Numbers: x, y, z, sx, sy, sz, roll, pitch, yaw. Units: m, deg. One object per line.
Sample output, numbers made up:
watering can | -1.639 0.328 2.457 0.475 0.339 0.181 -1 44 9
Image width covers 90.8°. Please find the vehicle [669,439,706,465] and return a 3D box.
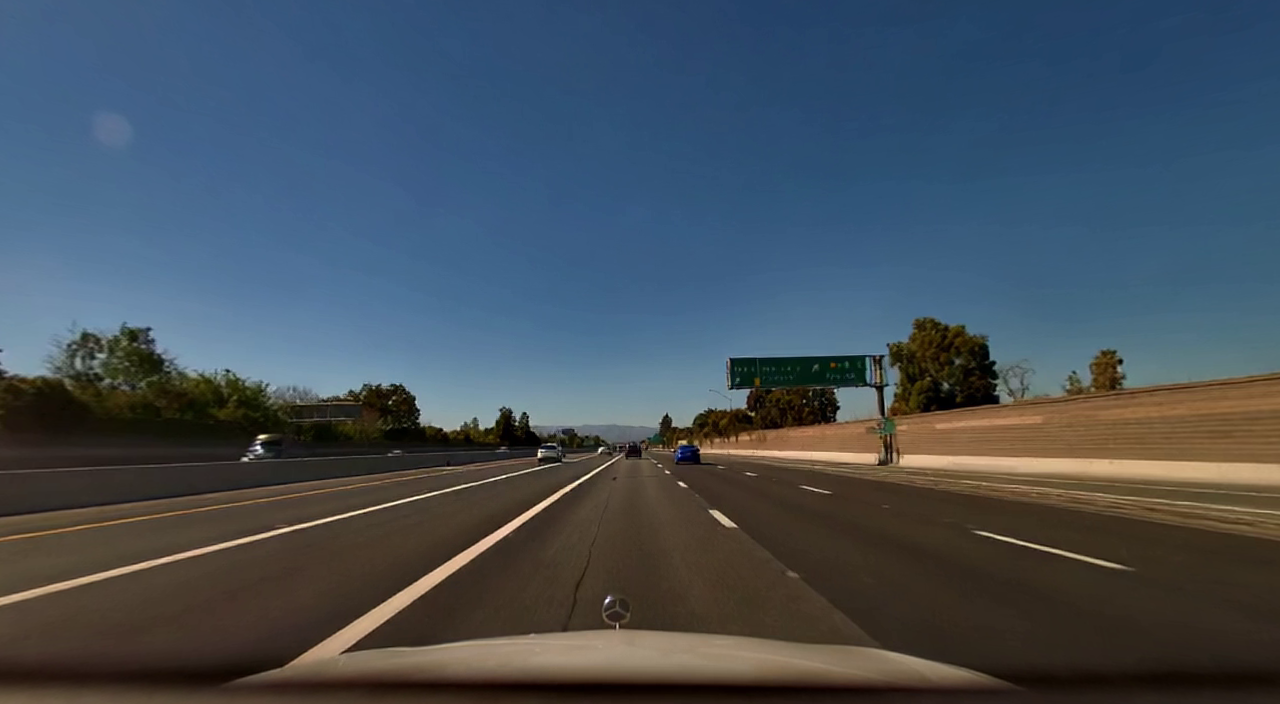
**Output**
vehicle | 3.436 7.324 46.349 2.166 1.770 4.703 0 -9 -2
